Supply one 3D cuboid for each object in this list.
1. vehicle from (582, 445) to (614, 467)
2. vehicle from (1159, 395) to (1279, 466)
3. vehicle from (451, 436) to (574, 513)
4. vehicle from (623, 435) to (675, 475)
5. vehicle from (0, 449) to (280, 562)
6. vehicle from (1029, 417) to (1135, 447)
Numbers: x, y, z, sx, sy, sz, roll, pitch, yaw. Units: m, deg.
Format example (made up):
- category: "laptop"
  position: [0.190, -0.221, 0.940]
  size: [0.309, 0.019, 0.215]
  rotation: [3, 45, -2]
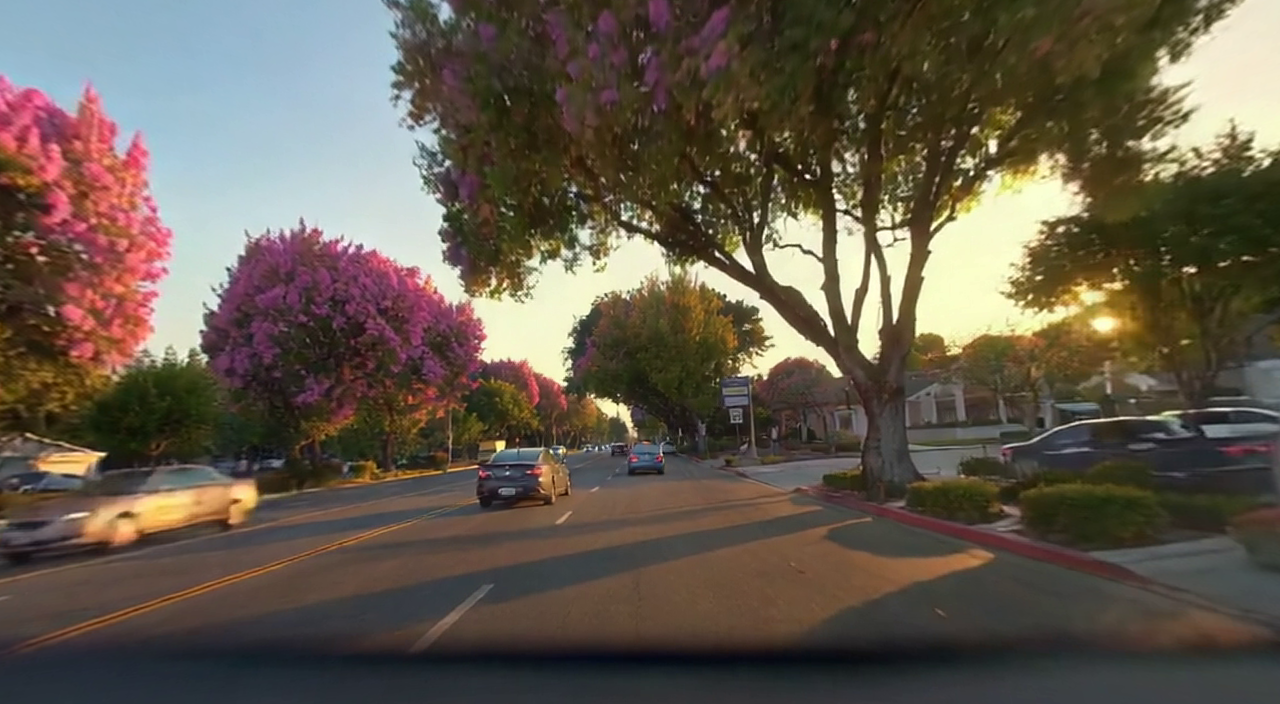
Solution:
- category: "vehicle"
  position: [-2.942, 7.362, 44.977]
  size: [2.001, 1.431, 4.389]
  rotation: [-1, -8, 0]
- category: "vehicle"
  position: [17.766, 2.136, 17.626]
  size: [2.025, 1.751, 5.113]
  rotation: [-5, -6, -2]
- category: "vehicle"
  position: [-3.005, 2.982, 15.890]
  size: [2.167, 1.634, 4.220]
  rotation: [-1, -9, 1]
- category: "vehicle"
  position: [0.386, 5.052, 31.192]
  size: [2.376, 1.801, 4.317]
  rotation: [-1, -9, 0]
- category: "vehicle"
  position: [-9.606, 2.832, 12.544]
  size: [2.190, 1.744, 4.612]
  rotation: [-1, -8, 0]
- category: "vehicle"
  position: [23.169, 4.277, 33.361]
  size: [1.987, 1.465, 4.819]
  rotation: [0, -8, -2]
